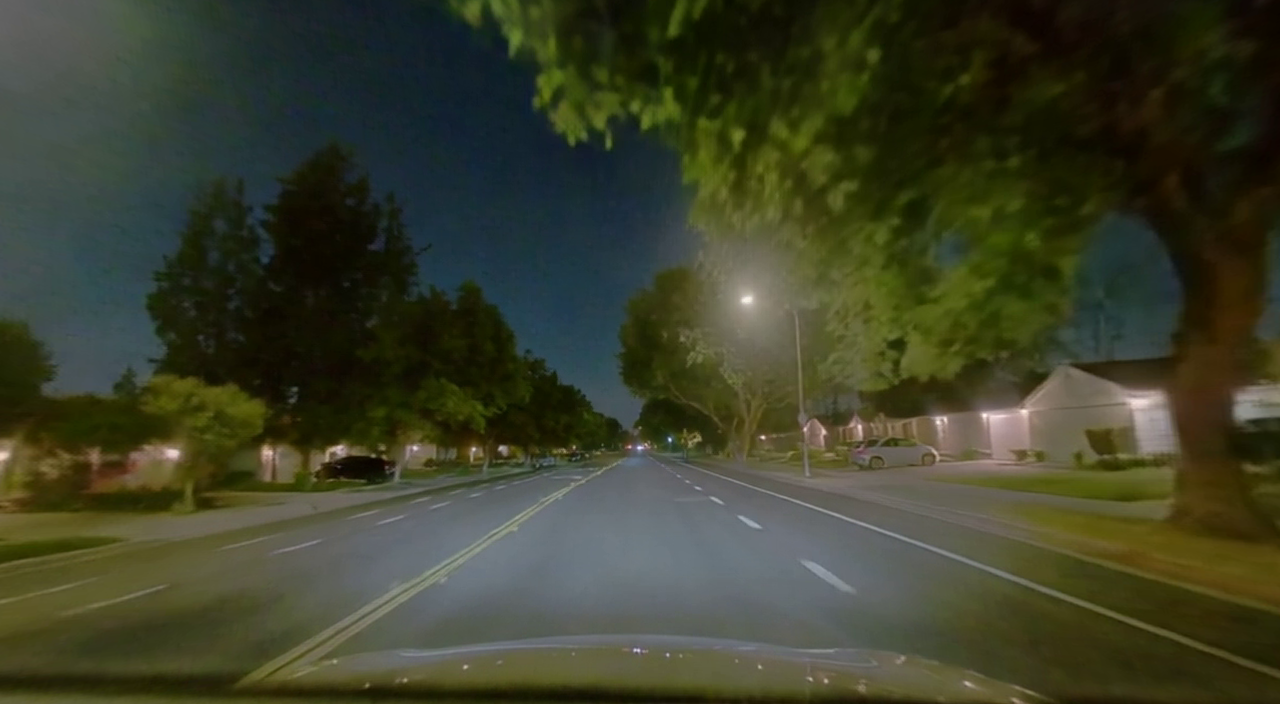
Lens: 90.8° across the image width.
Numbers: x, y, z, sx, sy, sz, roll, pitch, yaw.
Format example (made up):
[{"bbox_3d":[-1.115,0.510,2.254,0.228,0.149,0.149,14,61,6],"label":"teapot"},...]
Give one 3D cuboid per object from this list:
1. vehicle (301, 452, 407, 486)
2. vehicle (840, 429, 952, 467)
[{"bbox_3d":[-15.660,6.412,34.763,4.859,1.780,2.031,-1,-9,2],"label":"vehicle"},{"bbox_3d":[11.987,4.506,29.772,4.392,1.685,1.959,0,-8,-4],"label":"vehicle"}]
